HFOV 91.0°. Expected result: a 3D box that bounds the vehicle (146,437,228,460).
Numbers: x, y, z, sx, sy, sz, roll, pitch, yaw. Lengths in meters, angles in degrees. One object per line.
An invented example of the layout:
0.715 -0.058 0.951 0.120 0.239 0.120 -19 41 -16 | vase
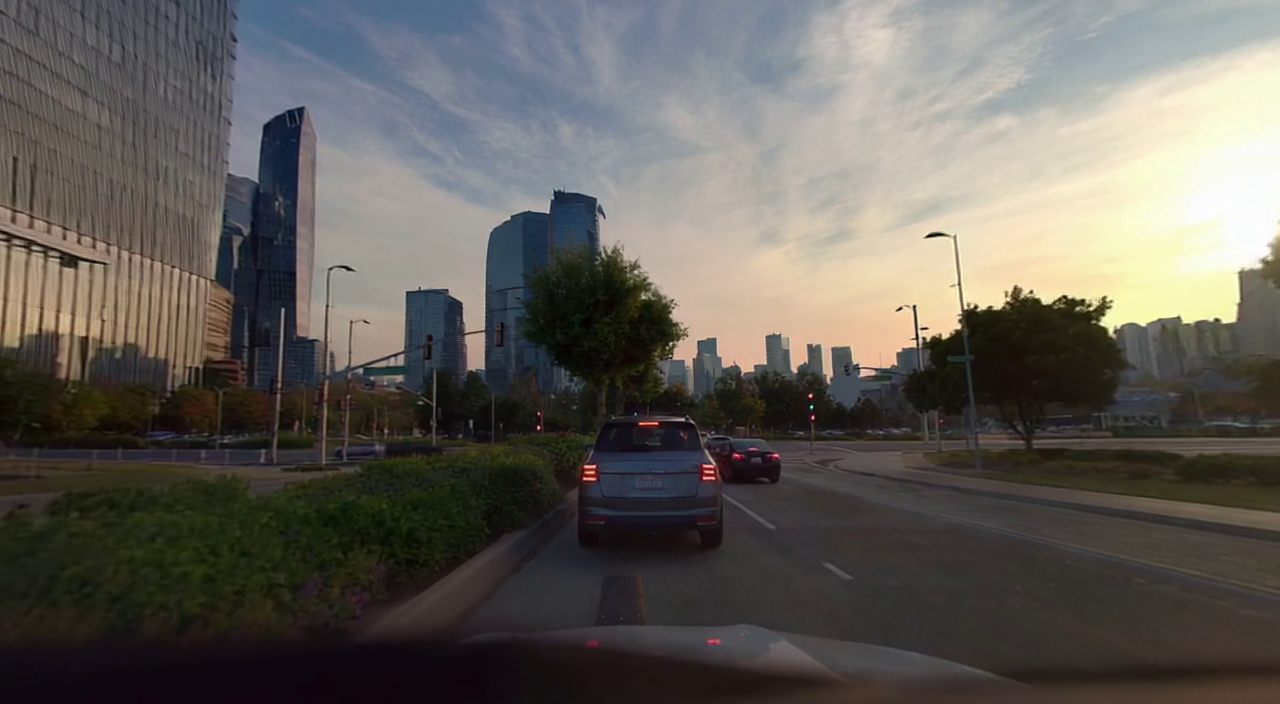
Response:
-34.441 7.336 47.933 4.622 1.742 1.965 0 -9 -1 | vehicle

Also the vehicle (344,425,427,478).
-12.328 4.890 31.057 2.717 2.310 6.448 2 -9 -13 | vehicle

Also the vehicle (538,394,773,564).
0.171 1.763 9.362 2.601 1.878 4.535 0 -9 0 | vehicle
